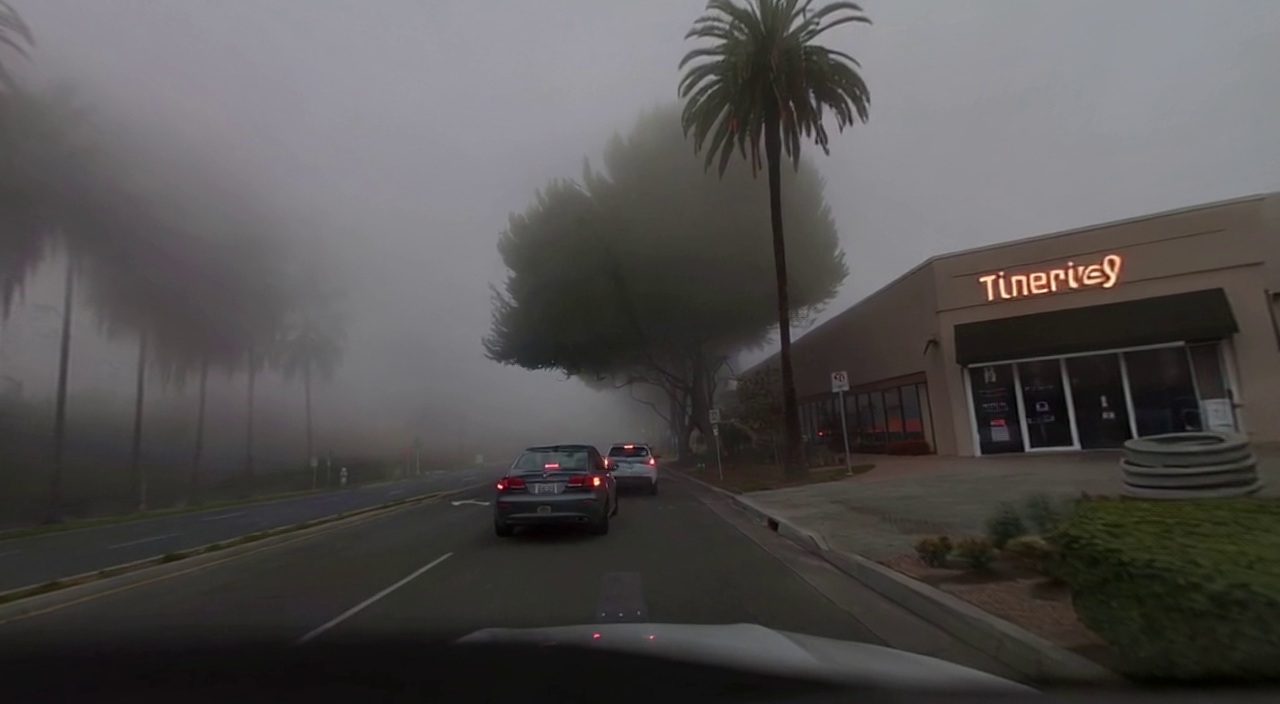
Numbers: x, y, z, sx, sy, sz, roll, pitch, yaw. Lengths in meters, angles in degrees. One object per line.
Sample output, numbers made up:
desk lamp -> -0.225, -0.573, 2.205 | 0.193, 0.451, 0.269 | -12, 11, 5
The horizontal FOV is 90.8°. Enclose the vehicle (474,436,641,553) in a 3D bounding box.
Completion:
vehicle -> -1.079, 2.157, 10.299 | 2.169, 1.495, 4.048 | 0, -8, 0
